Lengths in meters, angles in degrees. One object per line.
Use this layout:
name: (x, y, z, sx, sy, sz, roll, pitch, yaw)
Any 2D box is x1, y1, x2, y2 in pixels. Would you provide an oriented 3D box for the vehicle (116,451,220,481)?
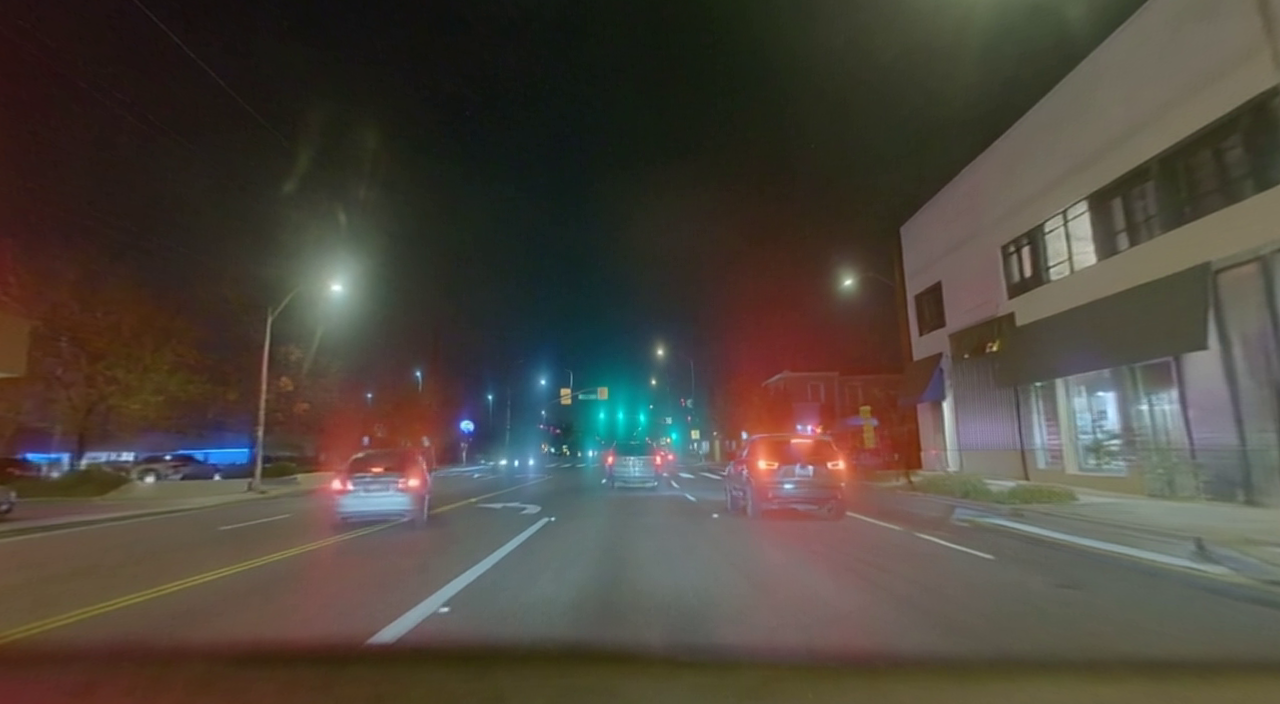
vehicle: (-27.410, 6.630, 36.707, 4.458, 1.608, 2.051, -1, -8, 2)

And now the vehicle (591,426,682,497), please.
vehicle: (-0.121, 3.596, 21.201, 2.638, 2.065, 5.313, 0, -8, 0)

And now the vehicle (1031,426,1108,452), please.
vehicle: (30.678, 6.287, 45.216, 2.231, 1.749, 4.411, 0, -8, -2)

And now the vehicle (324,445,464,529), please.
vehicle: (-5.749, 2.916, 14.387, 1.975, 1.570, 4.456, 5, -10, -34)

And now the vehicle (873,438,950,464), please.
vehicle: (16.538, 6.022, 38.487, 3.880, 1.538, 1.862, 1, -8, -8)

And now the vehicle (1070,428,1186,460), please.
vehicle: (24.382, 4.615, 31.673, 4.092, 1.496, 1.889, -3, -9, 20)

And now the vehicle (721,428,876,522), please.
vehicle: (3.350, 2.701, 14.476, 2.276, 1.787, 4.630, 0, -8, -1)
